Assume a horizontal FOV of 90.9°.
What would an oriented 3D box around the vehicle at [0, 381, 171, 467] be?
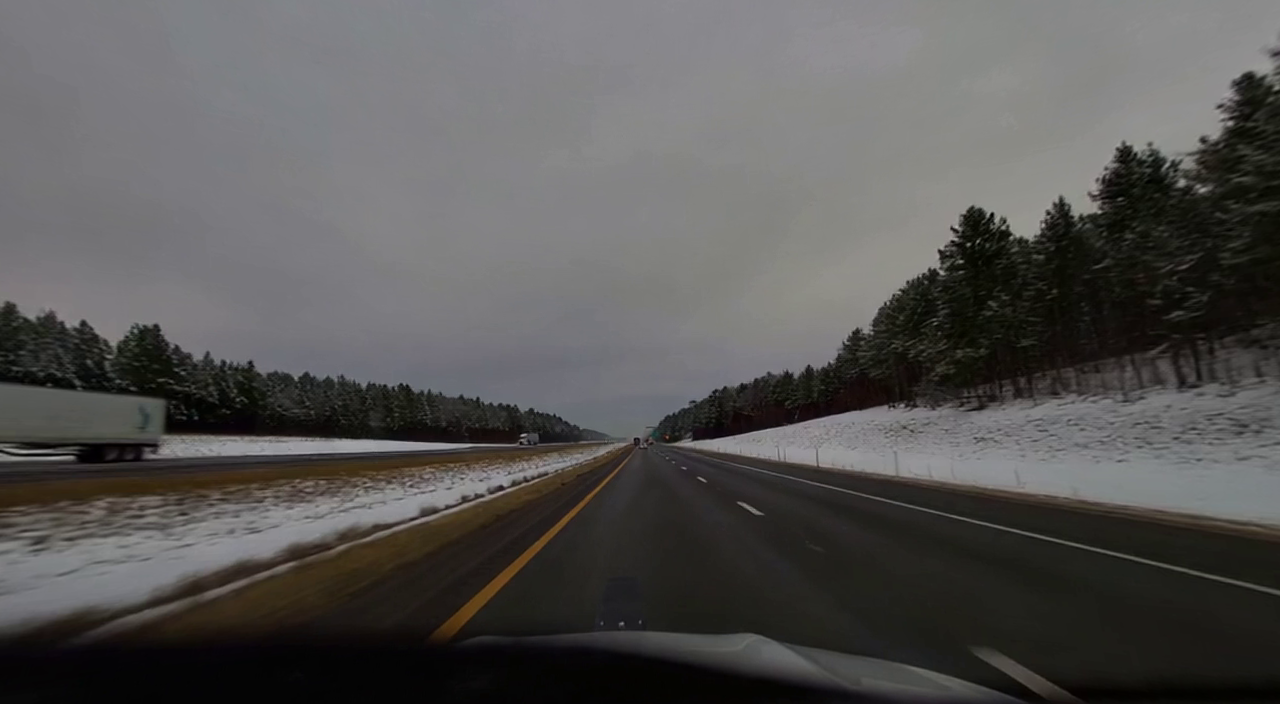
[{"bbox_3d":[-32.414,3.965,33.700,2.862,4.105,15.410,0,-8,0],"label":"vehicle"}]
